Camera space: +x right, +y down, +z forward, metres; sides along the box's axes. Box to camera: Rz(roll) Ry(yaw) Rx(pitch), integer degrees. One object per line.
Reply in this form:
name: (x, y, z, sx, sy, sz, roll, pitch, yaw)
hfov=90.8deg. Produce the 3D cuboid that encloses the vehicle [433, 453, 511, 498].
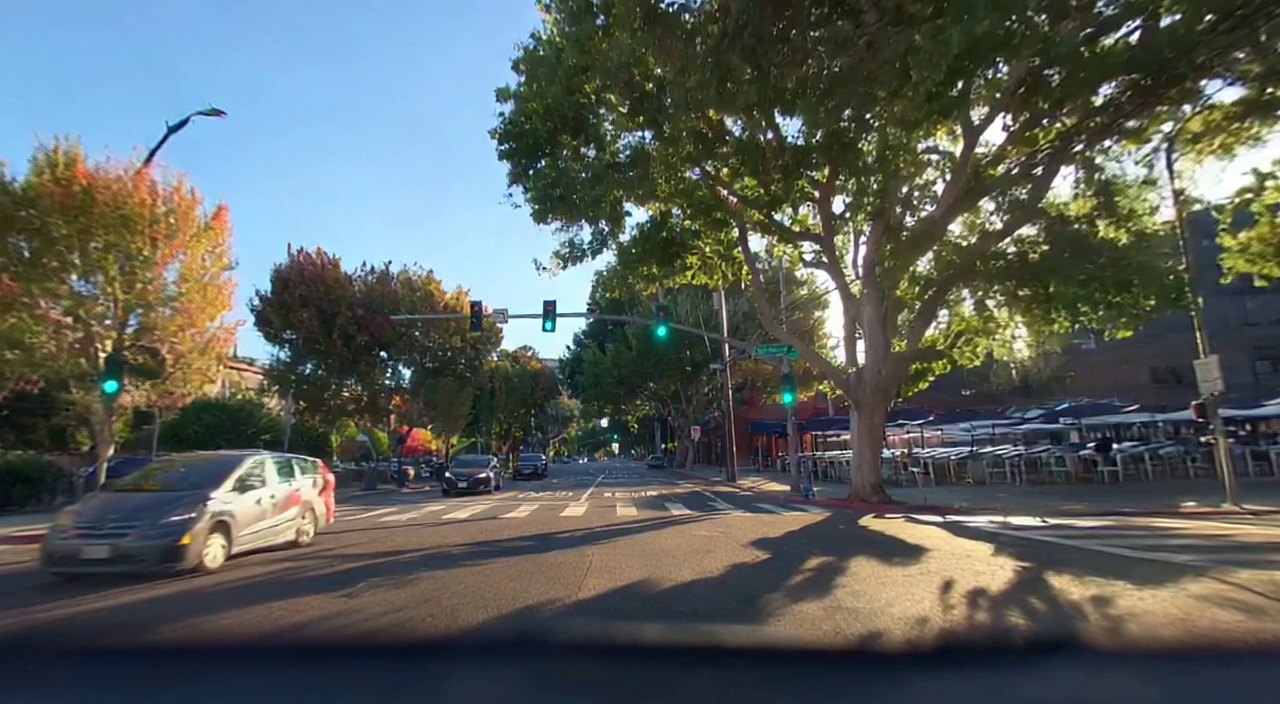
vehicle: (-6.810, 5.018, 26.135, 2.019, 1.596, 4.608, 0, -8, -1)

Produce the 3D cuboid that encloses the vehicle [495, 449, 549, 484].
vehicle: (-7.255, 7.083, 39.391, 2.545, 1.943, 5.168, 0, -8, -2)

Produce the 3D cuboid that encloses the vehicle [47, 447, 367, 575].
vehicle: (-6.462, 2.355, 10.255, 2.071, 1.588, 4.336, 0, -8, 0)
